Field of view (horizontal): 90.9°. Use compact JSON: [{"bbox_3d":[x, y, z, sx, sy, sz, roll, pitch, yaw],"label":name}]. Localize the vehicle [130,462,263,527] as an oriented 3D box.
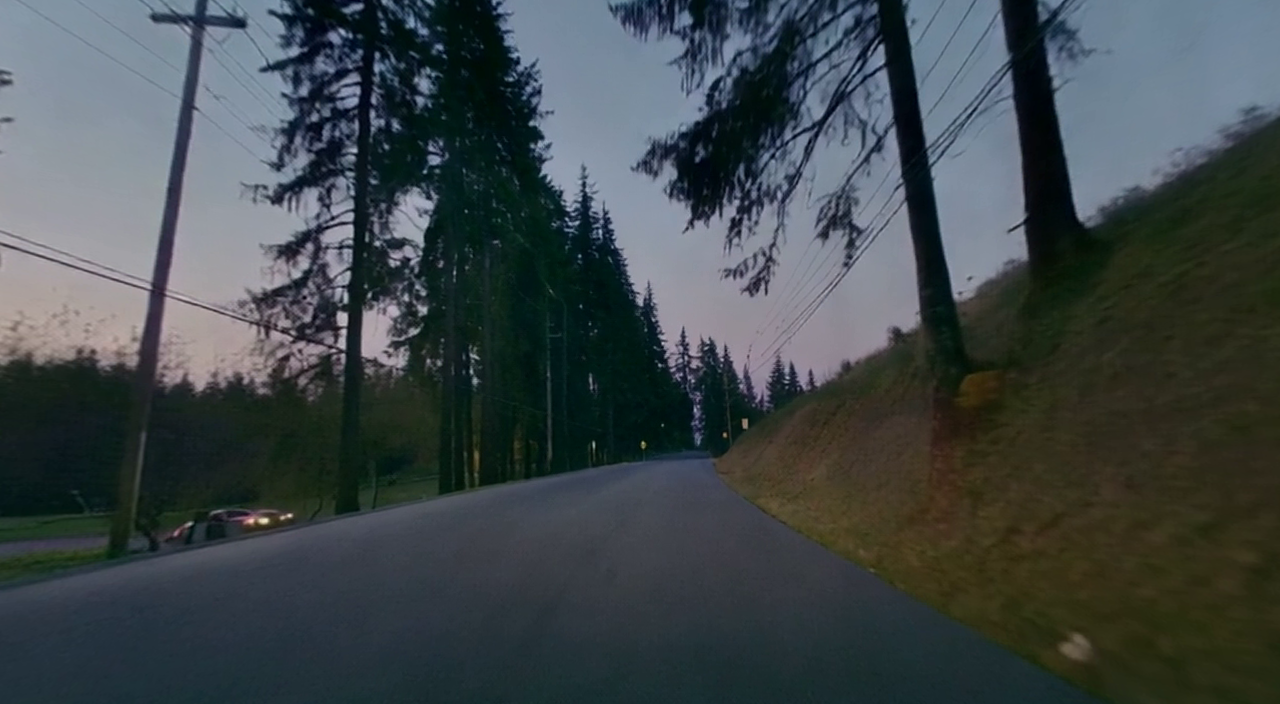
[{"bbox_3d":[-13.680,4.354,19.794,2.058,1.654,4.273,2,-9,-16],"label":"vehicle"}]
